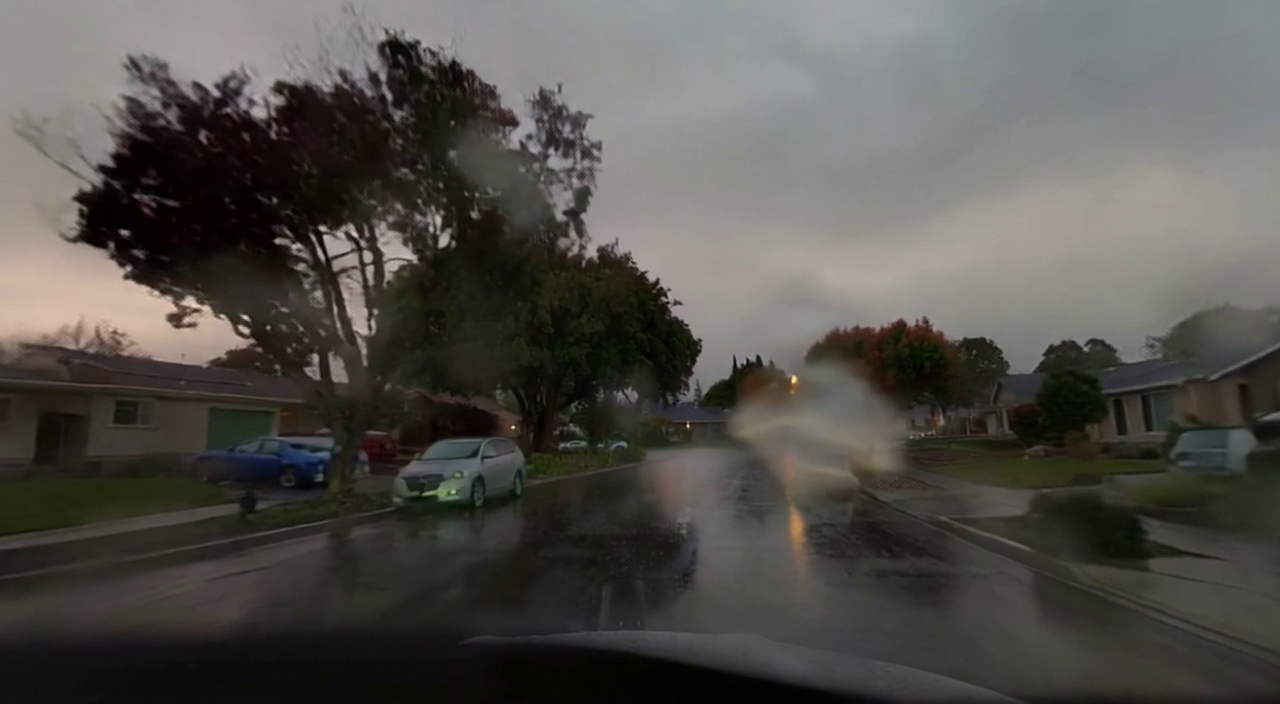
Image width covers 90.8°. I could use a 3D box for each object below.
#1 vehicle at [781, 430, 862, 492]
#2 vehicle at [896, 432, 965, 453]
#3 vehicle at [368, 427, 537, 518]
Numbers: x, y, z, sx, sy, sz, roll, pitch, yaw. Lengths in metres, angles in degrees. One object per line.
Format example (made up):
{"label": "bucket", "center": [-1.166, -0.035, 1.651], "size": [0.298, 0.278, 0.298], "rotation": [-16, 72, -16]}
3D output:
{"label": "vehicle", "center": [5.448, 3.304, 19.537], "size": [2.075, 1.657, 4.648], "rotation": [-2, -9, 13]}
{"label": "vehicle", "center": [22.535, 7.043, 49.180], "size": [4.554, 1.521, 1.937], "rotation": [-3, -9, 17]}
{"label": "vehicle", "center": [-4.171, 2.727, 15.012], "size": [2.041, 1.762, 4.508], "rotation": [-3, -8, 10]}
